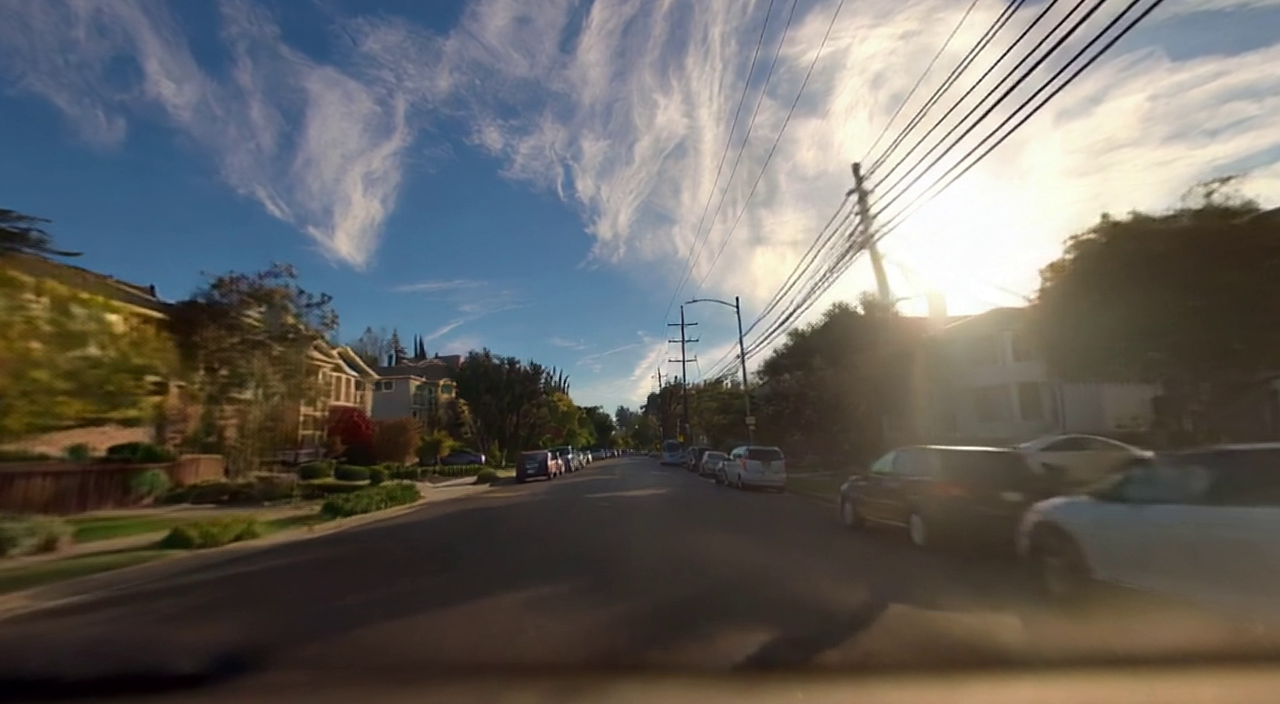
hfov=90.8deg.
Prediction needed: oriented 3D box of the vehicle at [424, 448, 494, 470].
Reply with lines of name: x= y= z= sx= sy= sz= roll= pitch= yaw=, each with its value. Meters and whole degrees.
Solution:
vehicle: x=-13.163 y=7.805 z=46.249 sx=4.556 sy=1.510 sz=1.843 roll=0 pitch=-9 yaw=-2

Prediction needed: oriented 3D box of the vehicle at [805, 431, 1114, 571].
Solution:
vehicle: x=4.339 y=2.100 z=9.897 sx=1.998 sy=1.573 sz=5.318 roll=0 pitch=-9 yaw=-1

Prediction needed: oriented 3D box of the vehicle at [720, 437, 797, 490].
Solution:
vehicle: x=4.524 y=4.323 z=24.829 sx=2.086 sy=1.885 sz=4.323 roll=0 pitch=-9 yaw=-1

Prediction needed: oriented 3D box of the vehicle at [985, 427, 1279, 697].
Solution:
vehicle: x=4.634 y=1.296 z=4.153 sx=1.835 sy=1.554 sz=4.870 roll=0 pitch=-9 yaw=-2

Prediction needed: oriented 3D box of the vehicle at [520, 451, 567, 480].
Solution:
vehicle: x=-5.443 y=6.406 z=35.945 sx=2.031 sy=1.468 sz=4.165 roll=-2 pitch=-9 yaw=0
